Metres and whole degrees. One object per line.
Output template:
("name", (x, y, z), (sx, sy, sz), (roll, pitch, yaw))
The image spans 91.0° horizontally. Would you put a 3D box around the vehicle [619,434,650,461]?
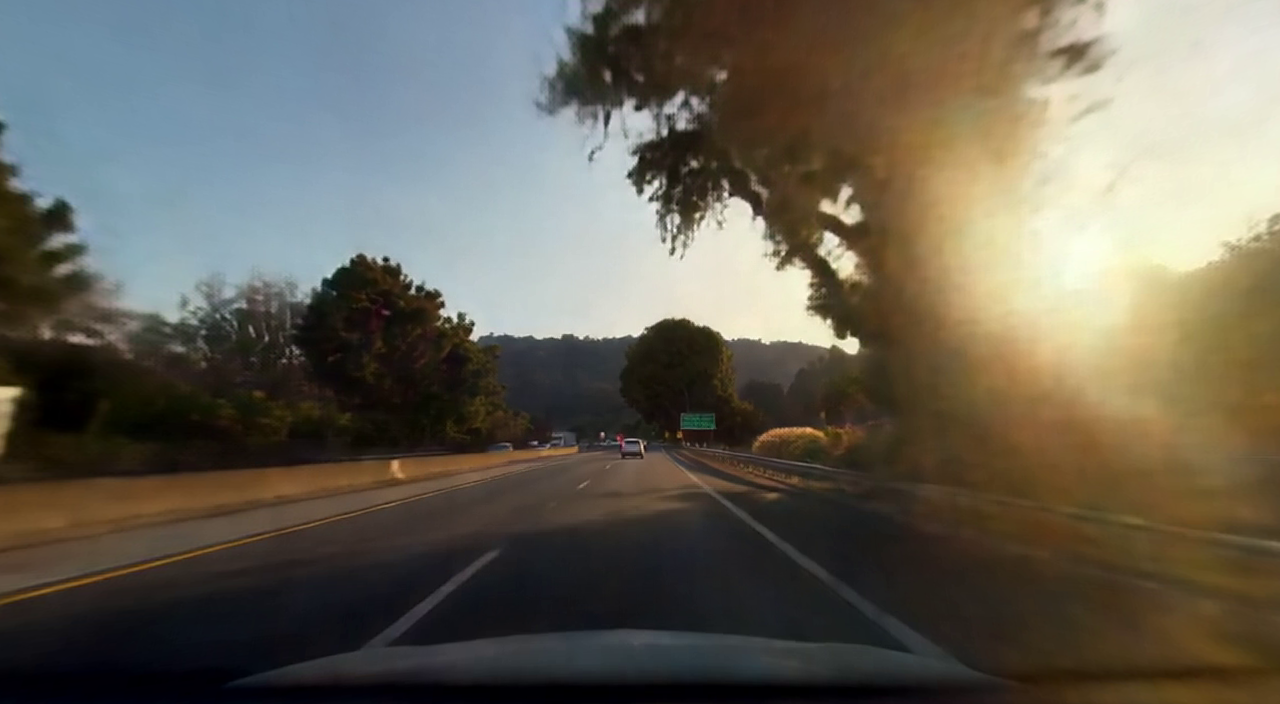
("vehicle", (-0.382, 6.903, 45.554), (2.188, 1.825, 4.282), (-1, -8, 0))
